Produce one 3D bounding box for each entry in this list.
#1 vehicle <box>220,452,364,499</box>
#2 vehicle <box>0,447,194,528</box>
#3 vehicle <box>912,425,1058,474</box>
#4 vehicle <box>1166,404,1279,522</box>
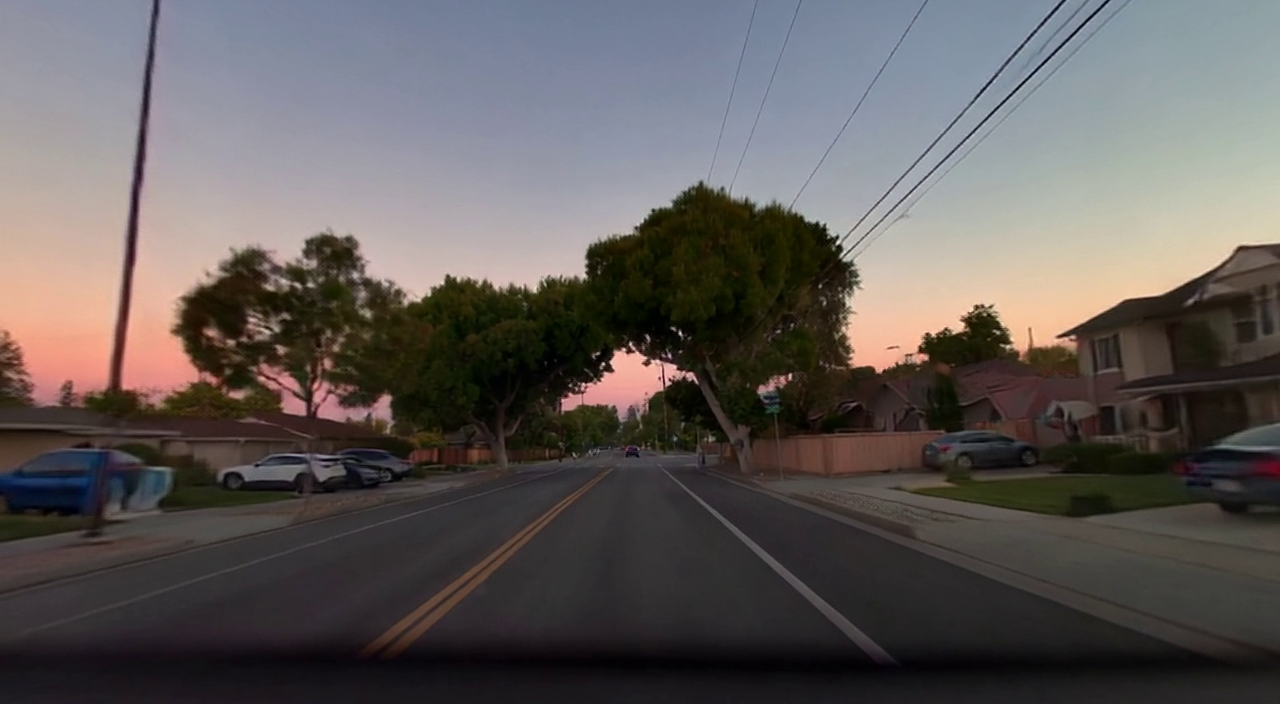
[{"bbox_3d":[-12.349,4.380,22.634,3.927,1.560,2.049,0,-9,0],"label":"vehicle"},{"bbox_3d":[-12.902,2.963,14.130,4.207,1.648,1.956,1,-9,-6],"label":"vehicle"},{"bbox_3d":[13.187,3.727,24.280,4.653,1.775,1.906,1,-9,-10],"label":"vehicle"},{"bbox_3d":[10.808,1.580,9.135,4.908,1.537,2.065,1,-9,-9],"label":"vehicle"}]
